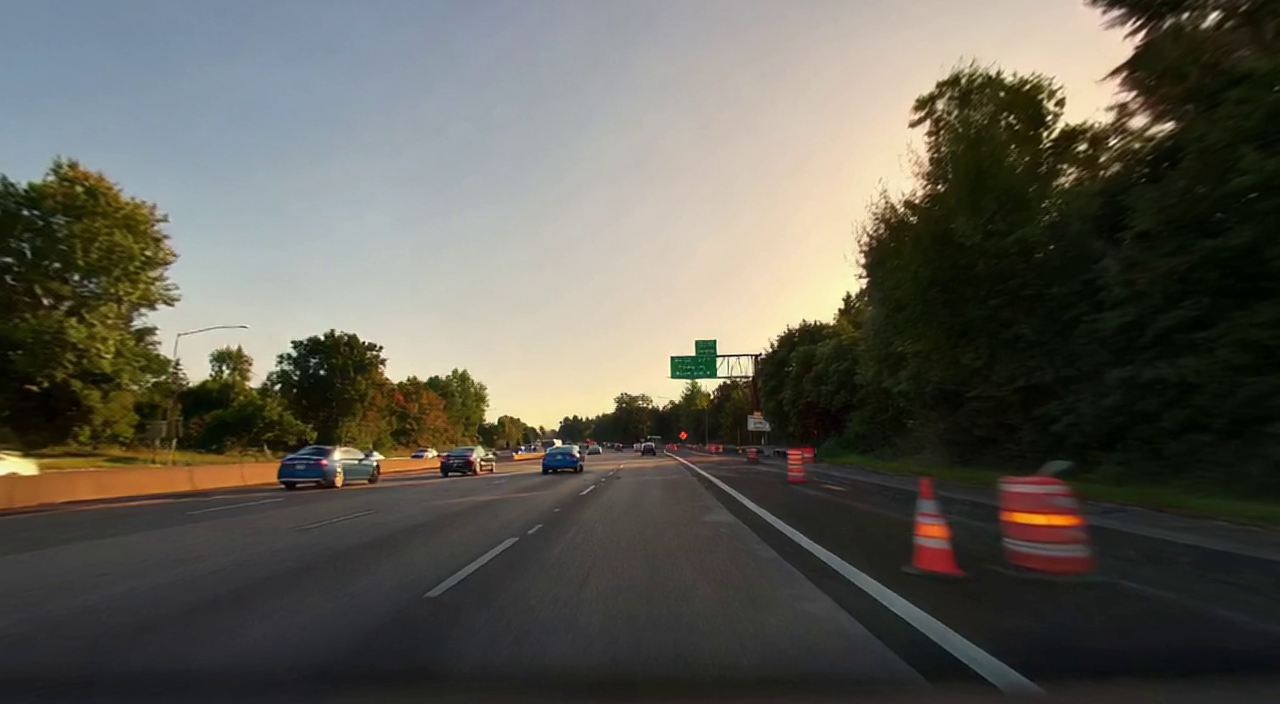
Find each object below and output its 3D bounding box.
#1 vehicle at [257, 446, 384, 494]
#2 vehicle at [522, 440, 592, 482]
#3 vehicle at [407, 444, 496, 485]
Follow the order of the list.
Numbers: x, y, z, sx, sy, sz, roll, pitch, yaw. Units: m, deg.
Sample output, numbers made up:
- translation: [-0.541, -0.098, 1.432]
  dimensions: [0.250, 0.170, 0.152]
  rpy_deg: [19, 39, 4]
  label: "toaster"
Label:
- translation: [-10.917, 4.030, 21.896]
  dimensions: [1.946, 1.472, 4.472]
  rpy_deg: [0, -8, 2]
  label: "vehicle"
- translation: [-3.151, 4.248, 24.838]
  dimensions: [1.963, 1.462, 4.681]
  rpy_deg: [0, -8, 2]
  label: "vehicle"
- translation: [-7.295, 4.370, 24.786]
  dimensions: [1.951, 1.439, 4.633]
  rpy_deg: [0, -8, 2]
  label: "vehicle"
